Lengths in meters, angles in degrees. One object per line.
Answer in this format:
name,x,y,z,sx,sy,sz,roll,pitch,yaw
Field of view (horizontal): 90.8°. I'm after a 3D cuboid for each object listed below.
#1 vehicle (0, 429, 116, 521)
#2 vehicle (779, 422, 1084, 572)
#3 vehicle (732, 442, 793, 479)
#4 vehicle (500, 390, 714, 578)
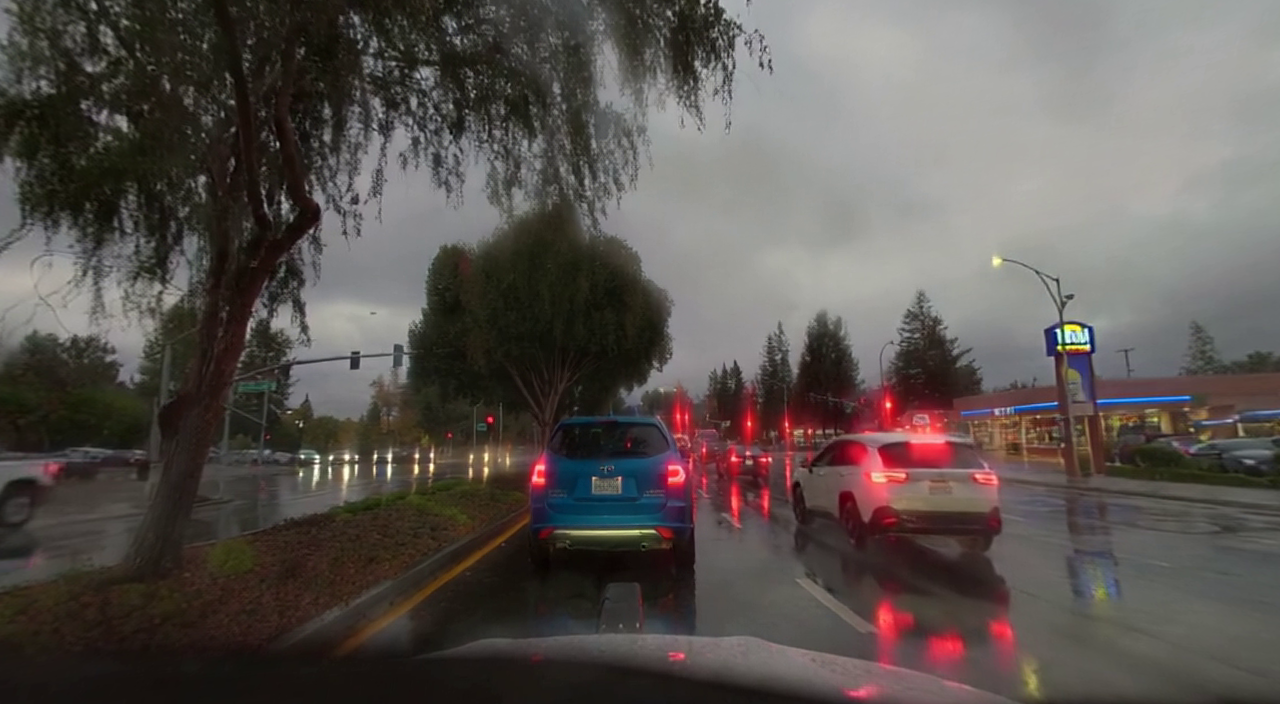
vehicle,-12.798,2.260,11.609,2.108,1.683,4.861,0,-9,0
vehicle,3.579,1.879,9.065,2.098,1.555,4.778,0,-9,0
vehicle,5.289,4.726,27.808,1.883,1.496,4.236,0,-9,1
vehicle,-0.302,1.643,8.613,2.096,1.837,4.687,0,-9,1
